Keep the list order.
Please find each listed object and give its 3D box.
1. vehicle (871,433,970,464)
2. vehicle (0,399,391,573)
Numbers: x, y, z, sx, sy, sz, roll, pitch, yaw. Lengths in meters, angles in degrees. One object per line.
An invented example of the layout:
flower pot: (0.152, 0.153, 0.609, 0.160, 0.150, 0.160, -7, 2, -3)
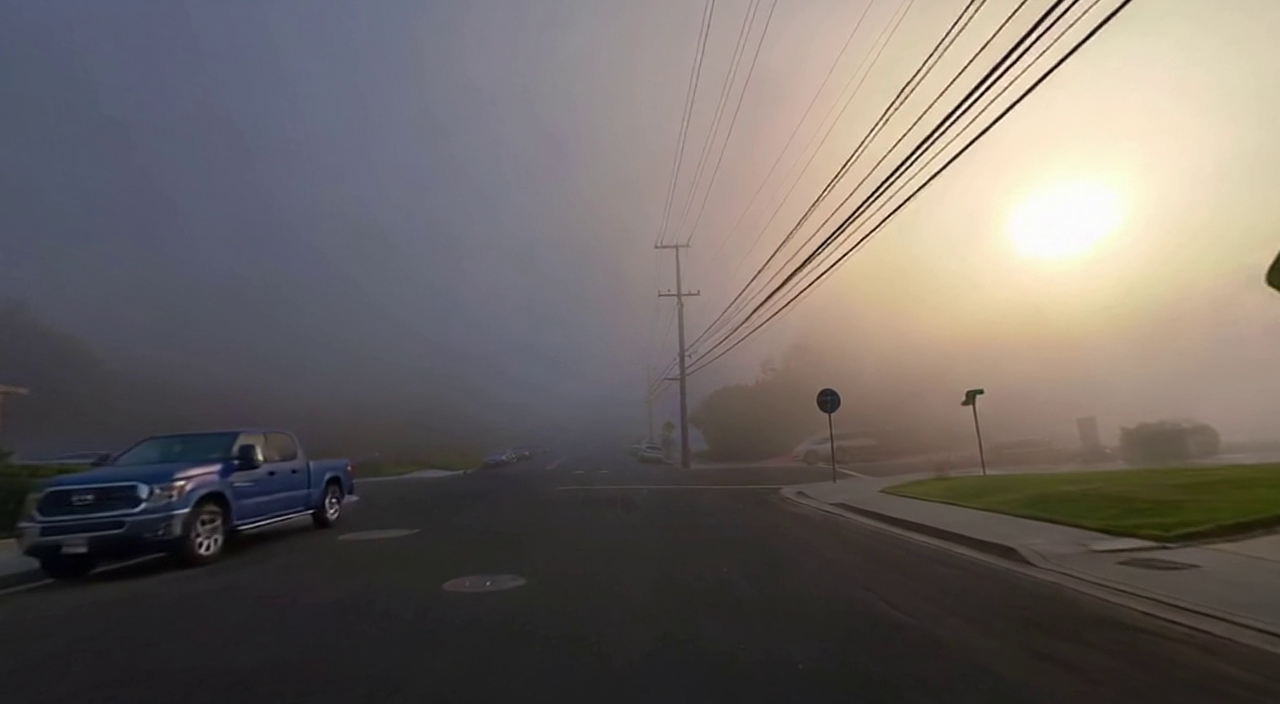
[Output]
vehicle: (15.211, 5.245, 34.406, 4.381, 1.645, 2.013, 0, -8, -3)
vehicle: (-6.548, 2.043, 10.668, 2.455, 2.045, 6.171, 0, -8, -3)
